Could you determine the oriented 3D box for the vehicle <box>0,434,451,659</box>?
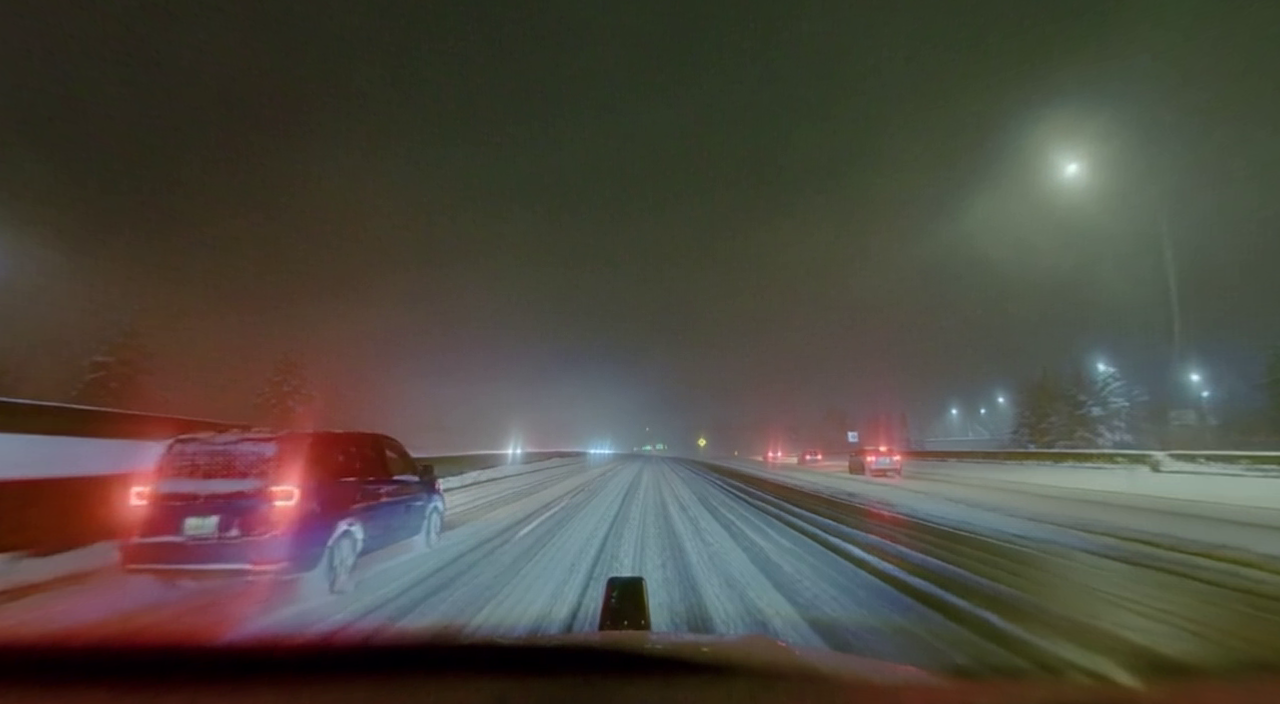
[{"bbox_3d":[-3.558,1.614,6.306,1.968,1.504,3.892,0,-8,3],"label":"vehicle"}]
